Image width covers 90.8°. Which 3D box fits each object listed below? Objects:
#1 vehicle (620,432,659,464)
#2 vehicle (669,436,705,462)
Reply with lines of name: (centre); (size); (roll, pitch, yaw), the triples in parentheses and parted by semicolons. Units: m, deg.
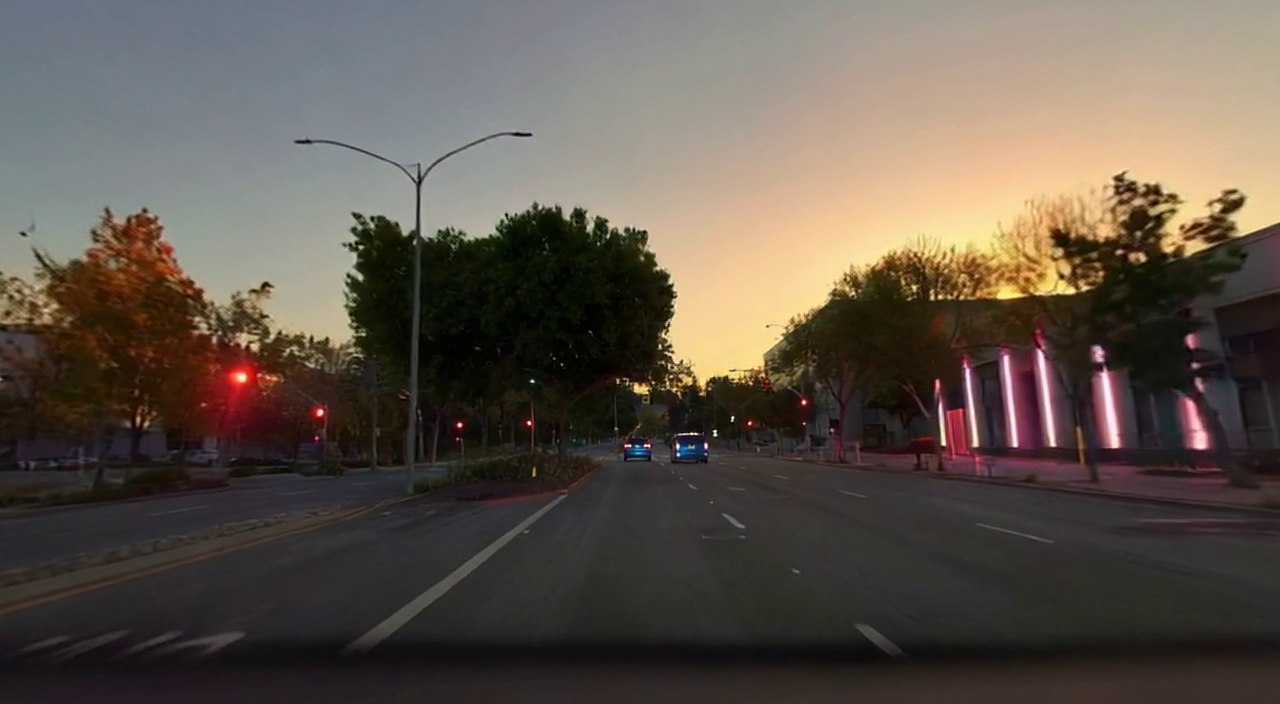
vehicle: (-0.124, 6.373, 41.967); (2.413, 1.939, 4.716); (0, -8, -2)
vehicle: (3.300, 6.904, 45.178); (2.107, 1.736, 4.228); (0, -8, -2)
